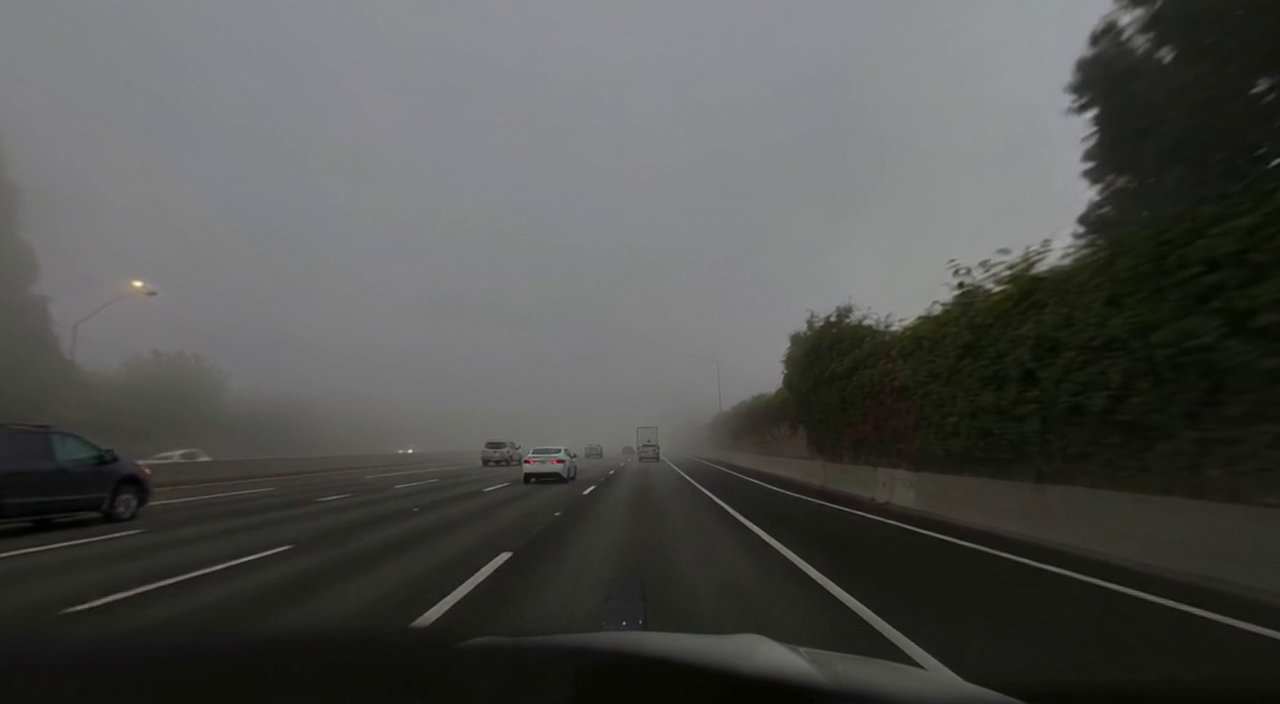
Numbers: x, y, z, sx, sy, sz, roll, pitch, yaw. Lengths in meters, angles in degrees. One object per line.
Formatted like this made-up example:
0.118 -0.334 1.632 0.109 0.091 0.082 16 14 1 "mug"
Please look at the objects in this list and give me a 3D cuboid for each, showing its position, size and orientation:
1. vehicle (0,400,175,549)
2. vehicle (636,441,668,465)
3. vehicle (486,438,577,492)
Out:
-9.923 1.713 8.850 2.339 2.018 5.790 -1 -8 0 "vehicle"
0.773 6.736 42.363 2.073 1.480 4.343 0 -8 0 "vehicle"
-3.223 3.448 19.595 2.056 1.480 4.022 -1 -8 1 "vehicle"
